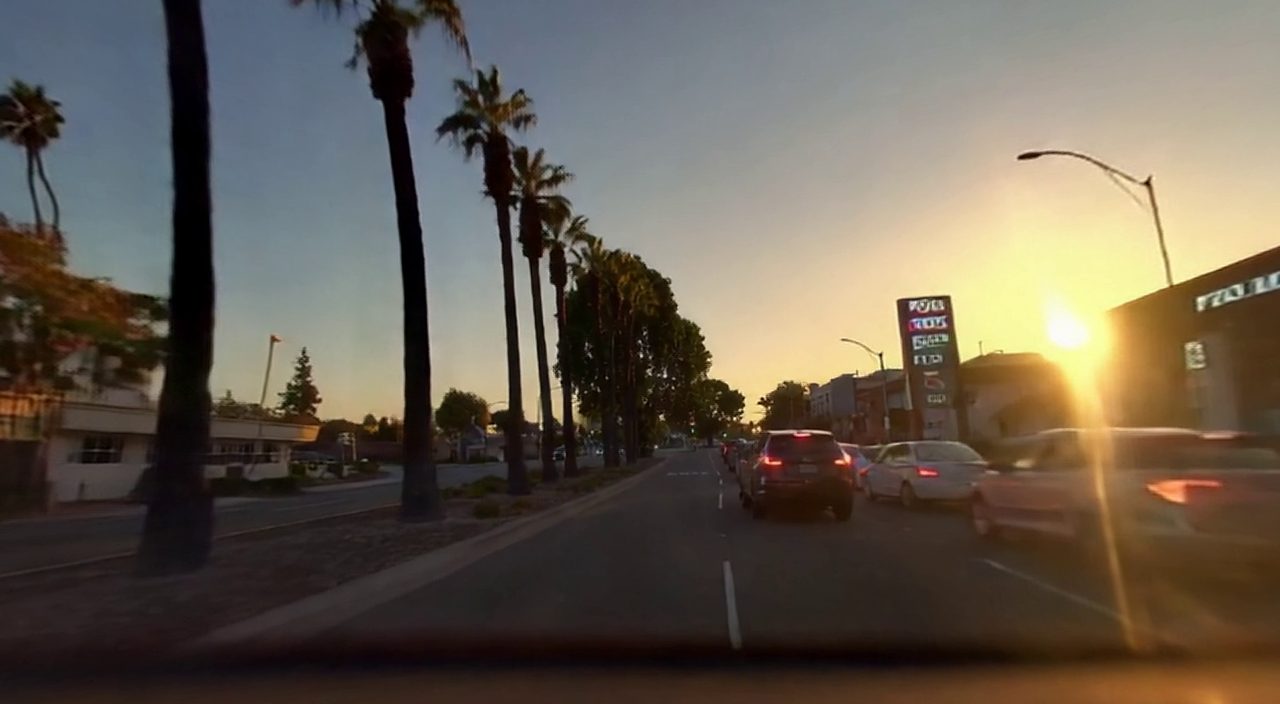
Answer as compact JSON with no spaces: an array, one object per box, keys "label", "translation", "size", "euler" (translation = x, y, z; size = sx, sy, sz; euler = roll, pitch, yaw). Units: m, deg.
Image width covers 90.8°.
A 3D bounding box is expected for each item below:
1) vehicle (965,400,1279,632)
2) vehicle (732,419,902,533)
[{"label":"vehicle","translation":[5.756,1.596,7.084],"size":[2.187,1.777,4.444],"euler":[-1,-9,6]},{"label":"vehicle","translation":[3.215,2.389,12.753],"size":[2.428,1.816,4.959],"euler":[-1,-9,6]}]
